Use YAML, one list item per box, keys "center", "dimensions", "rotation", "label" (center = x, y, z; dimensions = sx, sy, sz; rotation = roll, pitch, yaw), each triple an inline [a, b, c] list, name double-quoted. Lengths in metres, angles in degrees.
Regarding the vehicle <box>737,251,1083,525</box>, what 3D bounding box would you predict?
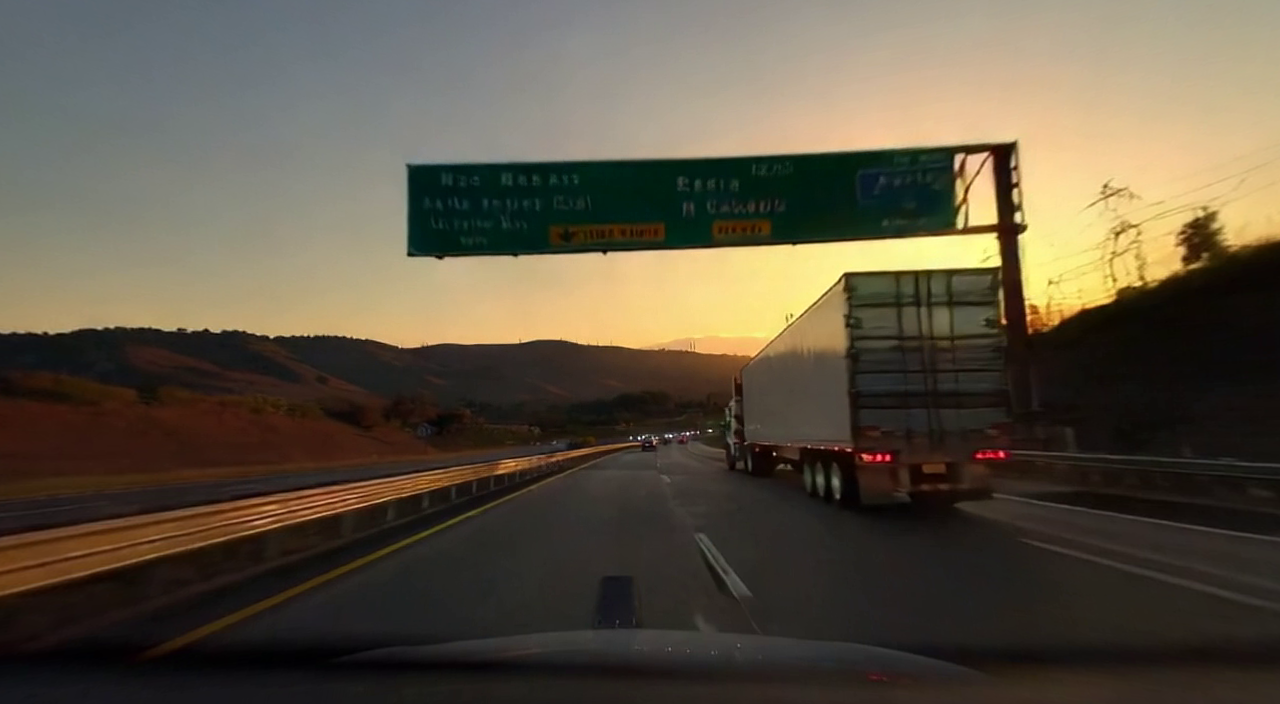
- center: [4.963, 1.384, 16.034]
  dimensions: [2.966, 4.072, 13.408]
  rotation: [0, -8, 0]
  label: "vehicle"
